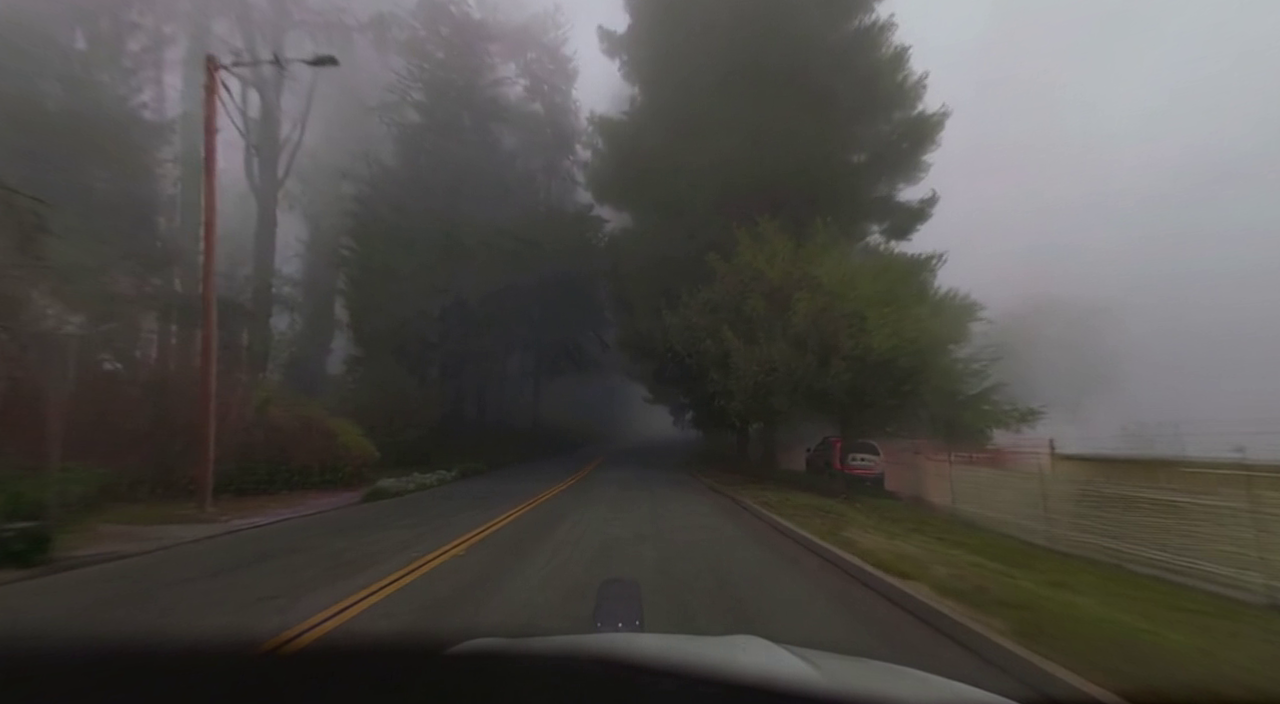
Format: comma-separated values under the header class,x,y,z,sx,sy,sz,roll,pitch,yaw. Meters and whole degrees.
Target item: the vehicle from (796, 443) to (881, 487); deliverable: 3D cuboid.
class,x,y,z,sx,sy,sz,roll,pitch,yaw
vehicle,8.211,4.692,26.584,1.954,1.652,4.520,0,-9,-2
